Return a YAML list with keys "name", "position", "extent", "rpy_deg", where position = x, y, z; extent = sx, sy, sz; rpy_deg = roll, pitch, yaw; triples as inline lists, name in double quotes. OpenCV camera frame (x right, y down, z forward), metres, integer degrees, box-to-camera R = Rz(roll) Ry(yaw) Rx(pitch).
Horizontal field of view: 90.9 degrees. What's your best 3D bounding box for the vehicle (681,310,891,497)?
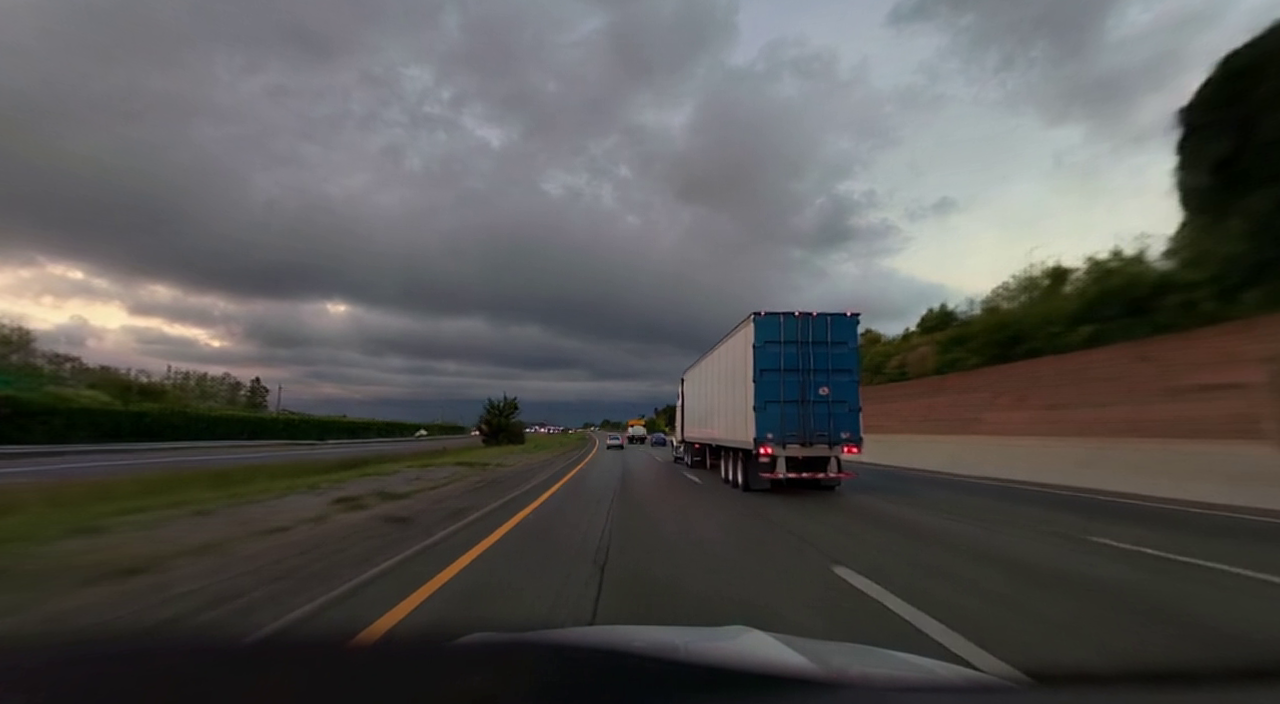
- name: "vehicle"
  position: [3.599, 1.987, 20.767]
  extent: [2.965, 4.033, 14.299]
  rpy_deg: [0, -7, -2]
